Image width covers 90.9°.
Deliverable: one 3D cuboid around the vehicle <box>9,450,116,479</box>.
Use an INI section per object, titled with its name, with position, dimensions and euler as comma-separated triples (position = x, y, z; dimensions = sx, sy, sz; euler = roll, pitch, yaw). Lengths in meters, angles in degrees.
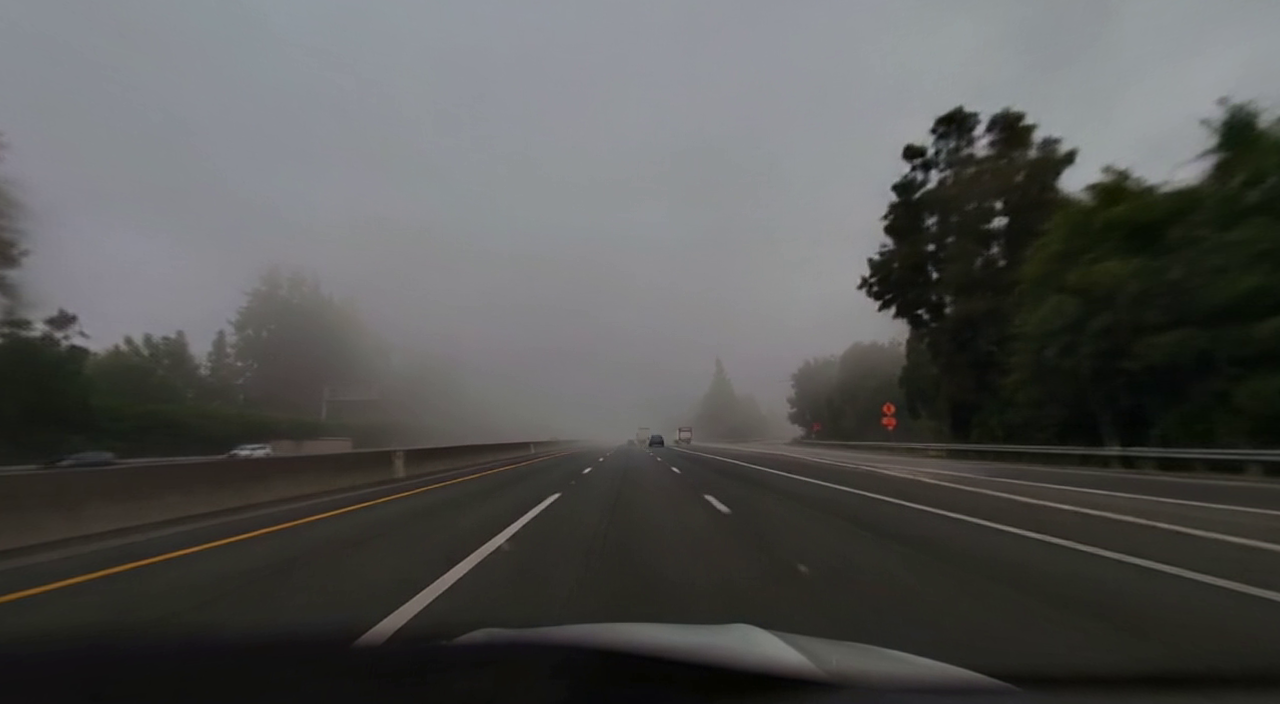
[vehicle]
position = -33.314, 6.459, 36.535
dimensions = 1.835, 1.479, 4.687
euler = 0, -8, -1
